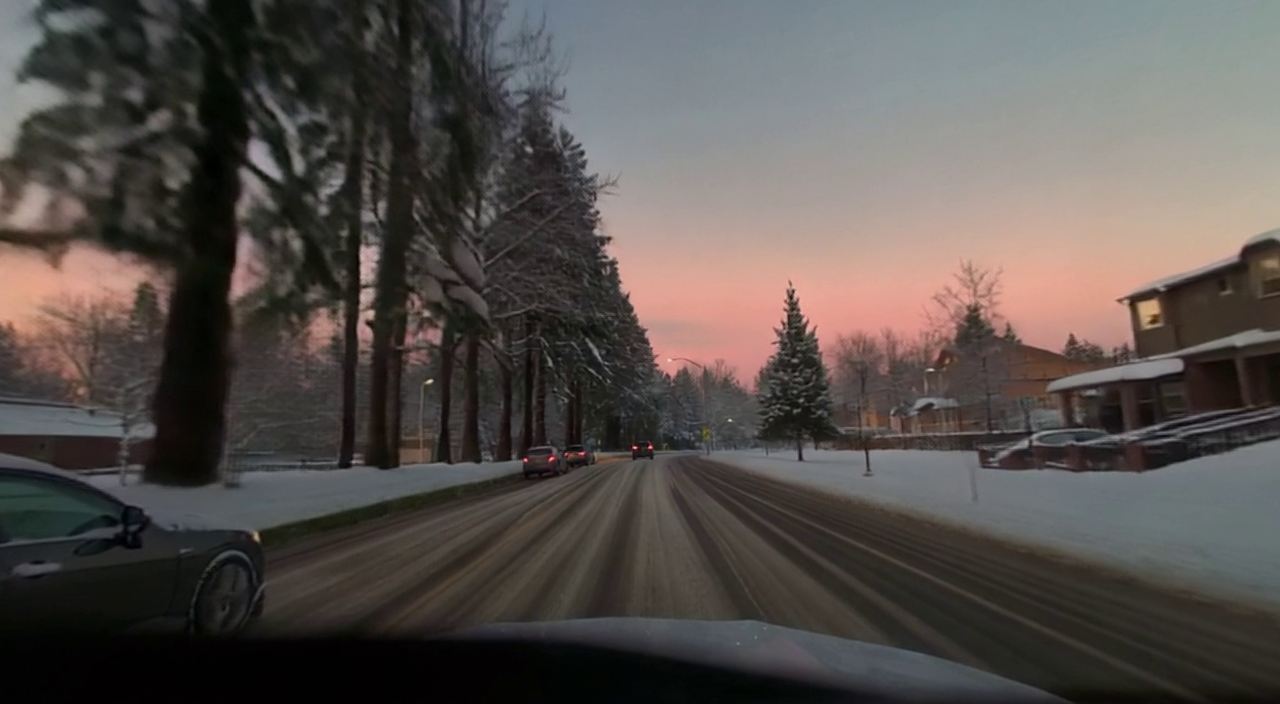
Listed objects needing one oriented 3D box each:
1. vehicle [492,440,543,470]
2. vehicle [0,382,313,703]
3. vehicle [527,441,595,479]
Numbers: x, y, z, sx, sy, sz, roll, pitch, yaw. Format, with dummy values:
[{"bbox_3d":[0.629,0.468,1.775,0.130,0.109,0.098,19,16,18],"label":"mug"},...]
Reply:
[{"bbox_3d":[-6.860,5.822,35.814,2.110,1.529,4.743,0,-8,-2],"label":"vehicle"},{"bbox_3d":[-3.968,0.923,2.868,2.190,1.545,4.943,0,-8,2],"label":"vehicle"},{"bbox_3d":[-3.321,4.646,27.488,2.188,1.473,4.651,0,-8,2],"label":"vehicle"}]
